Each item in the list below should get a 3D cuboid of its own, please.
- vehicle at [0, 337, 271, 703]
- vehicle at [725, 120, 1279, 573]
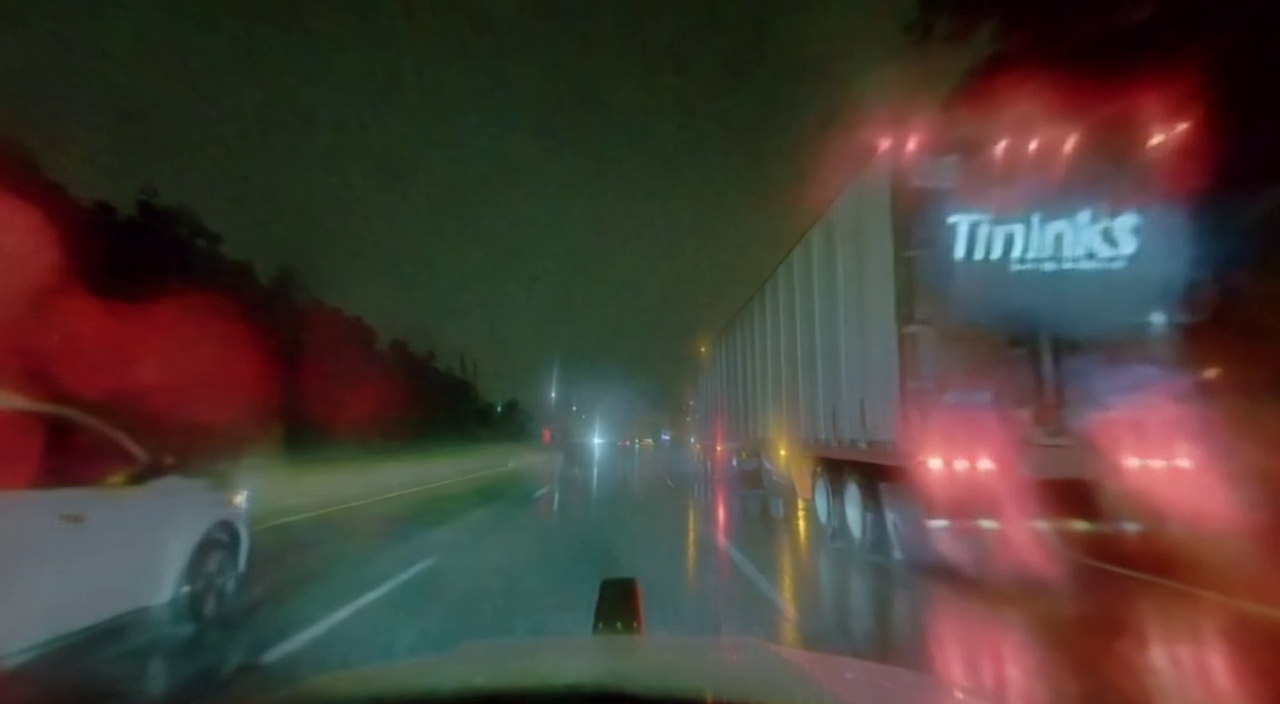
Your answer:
[{"bbox_3d":[-3.599,0.729,2.129,2.063,1.661,4.439,0,-8,-1],"label":"vehicle"},{"bbox_3d":[3.928,0.724,12.317,2.850,3.894,13.987,0,-7,1],"label":"vehicle"}]
